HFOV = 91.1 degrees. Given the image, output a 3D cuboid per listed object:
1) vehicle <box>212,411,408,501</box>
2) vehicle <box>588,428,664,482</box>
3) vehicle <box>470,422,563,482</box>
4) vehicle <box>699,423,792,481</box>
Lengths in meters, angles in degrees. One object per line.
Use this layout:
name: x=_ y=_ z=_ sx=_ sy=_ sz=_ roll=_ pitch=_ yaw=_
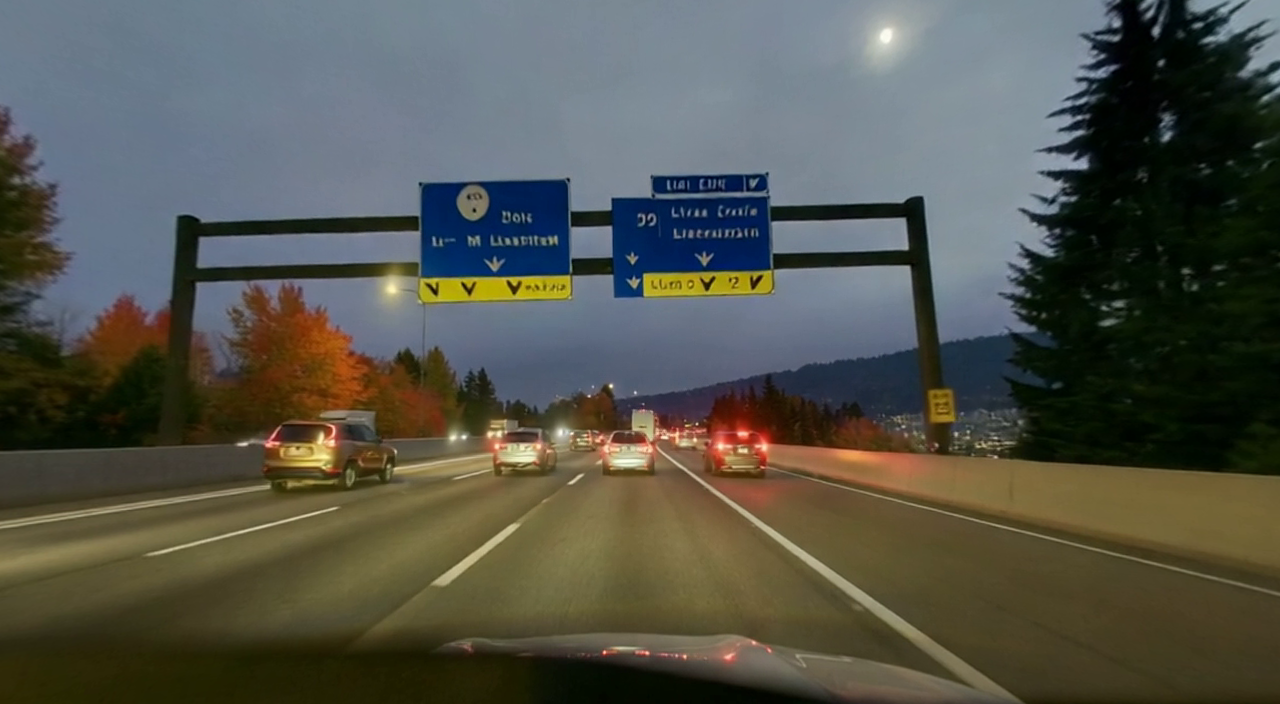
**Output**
vehicle: x=-7.540 y=2.418 z=15.093 sx=2.117 sy=1.779 sz=4.745 roll=0 pitch=-8 yaw=0
vehicle: x=-0.394 y=3.158 z=19.670 sx=2.111 sy=1.494 sz=4.364 roll=0 pitch=-8 yaw=0
vehicle: x=-3.785 y=3.130 z=20.042 sx=2.064 sy=1.672 sz=4.277 roll=0 pitch=-8 yaw=0
vehicle: x=3.235 y=3.153 z=20.226 sx=2.095 sy=1.650 sz=4.331 roll=0 pitch=-8 yaw=-2
